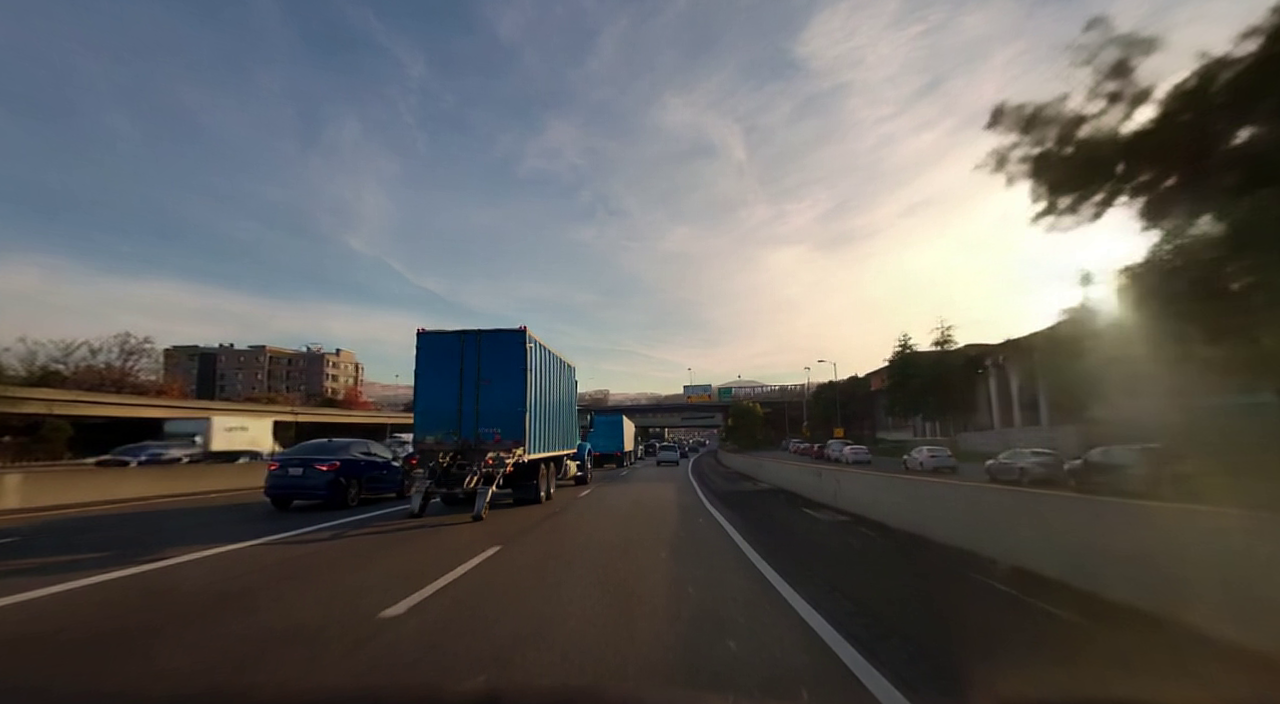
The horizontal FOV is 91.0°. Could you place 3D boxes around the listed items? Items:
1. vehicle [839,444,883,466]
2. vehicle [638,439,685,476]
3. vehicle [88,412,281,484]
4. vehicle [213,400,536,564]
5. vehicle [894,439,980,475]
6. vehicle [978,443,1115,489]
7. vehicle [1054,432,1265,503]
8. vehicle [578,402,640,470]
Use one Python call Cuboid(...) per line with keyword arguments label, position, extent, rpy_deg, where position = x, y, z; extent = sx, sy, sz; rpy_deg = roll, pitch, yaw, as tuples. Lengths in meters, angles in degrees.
Cuboid(label="vehicle", position=(16.064, 7.509, 46.015), extent=(1.859, 1.452, 4.749), rpy_deg=(-1, -9, 4))
Cuboid(label="vehicle", position=(1.109, 5.167, 31.029), extent=(2.178, 1.640, 4.071), rpy_deg=(-1, -9, 4))
Cuboid(label="vehicle", position=(-18.742, 4.056, 26.632), extent=(2.693, 2.620, 6.899), rpy_deg=(0, -9, 3))
Cuboid(label="vehicle", position=(-3.304, 1.714, 8.893), extent=(2.896, 1.779, 3.441), rpy_deg=(1, -9, 2))
Cuboid(label="vehicle", position=(14.901, 5.292, 31.972), extent=(2.237, 1.656, 4.676), rpy_deg=(0, -9, 2))
Cuboid(label="vehicle", position=(14.390, 4.049, 22.738), extent=(1.872, 1.454, 4.908), rpy_deg=(0, -9, 3))
Cuboid(label="vehicle", position=(14.071, 3.148, 17.569), extent=(2.022, 1.675, 4.792), rpy_deg=(-1, -9, 4))
Cuboid(label="vehicle", position=(-1.795, 5.578, 41.222), extent=(3.073, 3.894, 9.782), rpy_deg=(-1, -9, 3))
